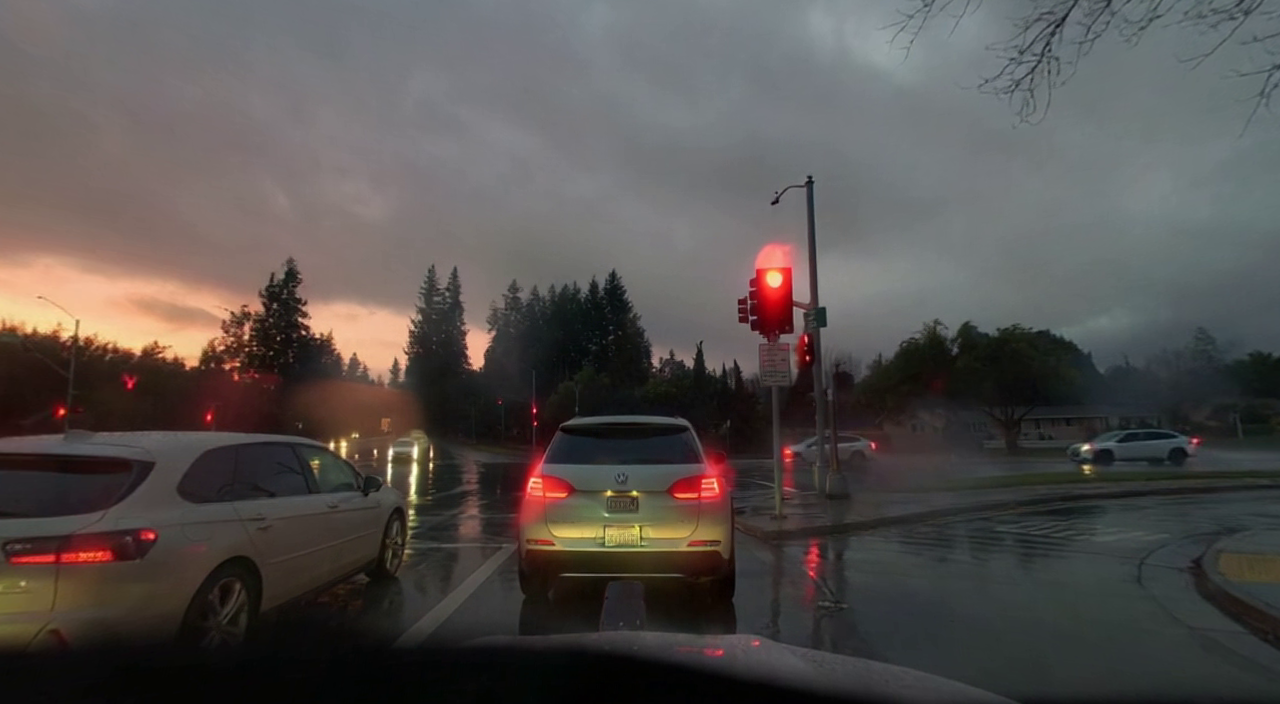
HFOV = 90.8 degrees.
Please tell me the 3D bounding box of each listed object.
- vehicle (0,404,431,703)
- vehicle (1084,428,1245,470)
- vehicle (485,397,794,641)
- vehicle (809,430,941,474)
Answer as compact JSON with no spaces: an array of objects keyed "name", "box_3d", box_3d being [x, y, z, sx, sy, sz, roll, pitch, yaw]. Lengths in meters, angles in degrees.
[{"name":"vehicle","box_3d":[-3.290,1.281,4.725,2.035,1.492,4.415,0,-9,-2]},{"name":"vehicle","box_3d":[21.339,3.961,25.881,4.670,1.616,1.926,-1,-9,6]},{"name":"vehicle","box_3d":[-0.143,1.468,6.563,2.154,1.670,4.140,1,-9,-4]},{"name":"vehicle","box_3d":[9.930,4.281,27.098,4.887,1.769,2.035,-1,-9,6]}]
